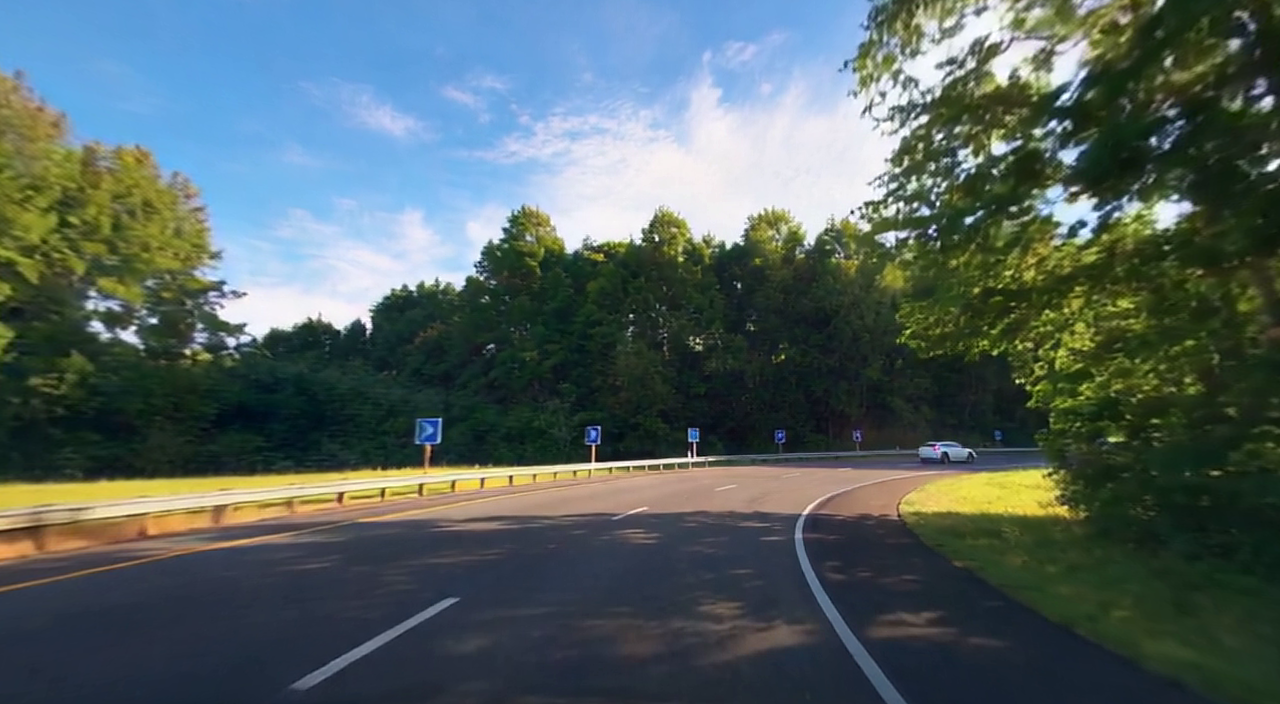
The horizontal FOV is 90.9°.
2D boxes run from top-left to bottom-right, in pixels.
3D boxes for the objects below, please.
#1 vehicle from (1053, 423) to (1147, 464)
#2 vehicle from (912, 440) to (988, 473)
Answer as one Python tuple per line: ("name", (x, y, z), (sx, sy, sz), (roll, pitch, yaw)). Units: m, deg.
("vehicle", (33.405, 6.676, 45.776), (5.981, 2.823, 2.498), (3, -10, -21))
("vehicle", (17.354, 5.806, 35.160), (4.325, 1.674, 2.221), (8, -12, -41))
